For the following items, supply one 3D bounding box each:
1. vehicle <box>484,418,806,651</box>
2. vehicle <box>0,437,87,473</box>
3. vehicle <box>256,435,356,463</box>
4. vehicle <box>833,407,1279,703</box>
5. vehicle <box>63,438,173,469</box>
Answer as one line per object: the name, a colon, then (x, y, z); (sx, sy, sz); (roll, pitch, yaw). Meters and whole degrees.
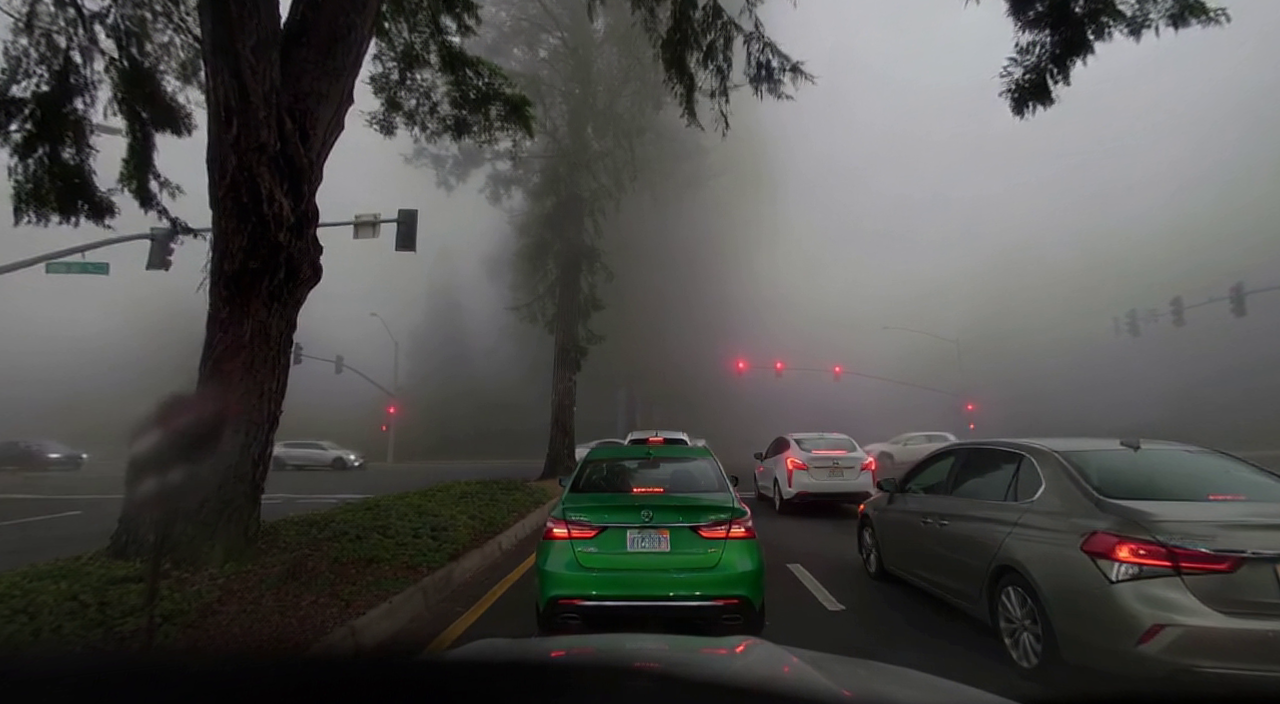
vehicle: (0.028, 1.467, 6.146); (2.026, 1.458, 4.175); (0, -9, 0)
vehicle: (-29.955, 5.000, 30.729); (4.517, 1.637, 1.935); (-1, -9, 7)
vehicle: (-19.511, 5.691, 37.077); (4.754, 1.583, 1.954); (0, -9, -2)
vehicle: (3.097, 1.300, 4.854); (1.861, 1.479, 4.371); (0, -9, 0)
vehicle: (-28.035, 5.443, 33.993); (4.416, 1.597, 1.887); (-1, -9, 6)
